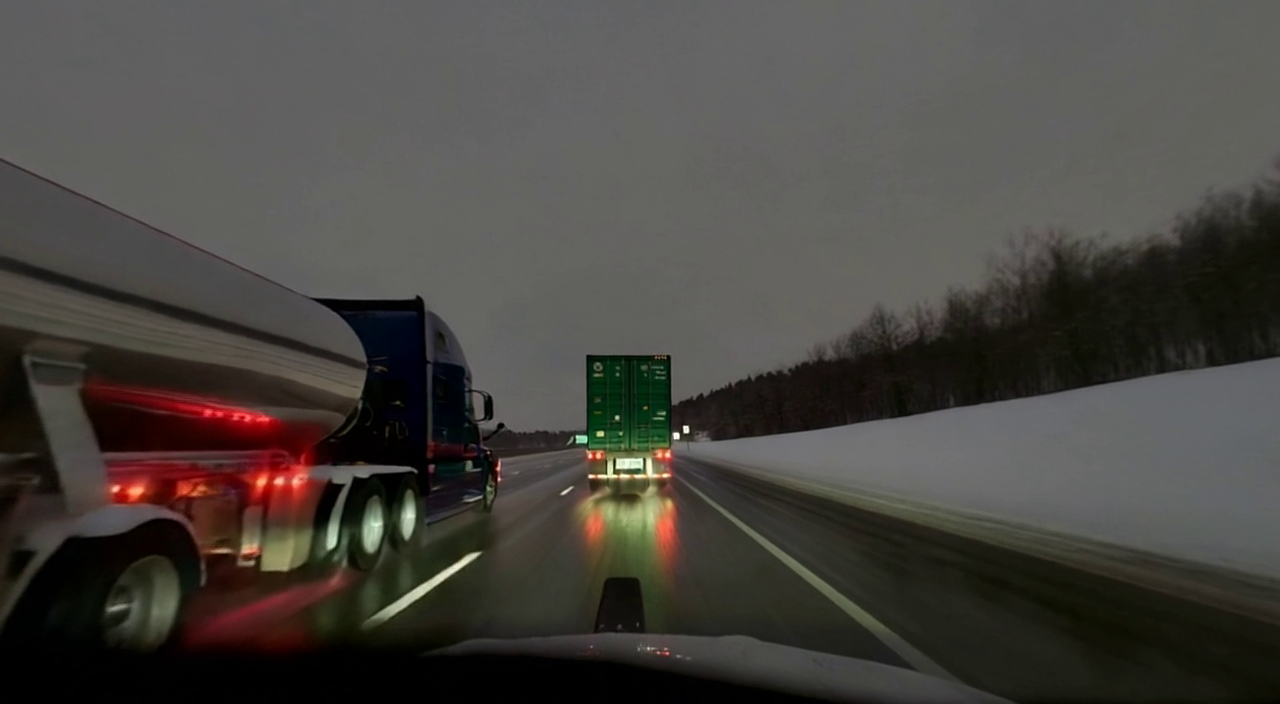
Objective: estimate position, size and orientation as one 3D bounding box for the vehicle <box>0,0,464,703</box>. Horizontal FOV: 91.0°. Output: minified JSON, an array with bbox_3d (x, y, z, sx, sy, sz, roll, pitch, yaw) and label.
[{"bbox_3d":[-4.310,-0.457,0.877,3.267,3.655,17.154,0,-9,0],"label":"vehicle"}]

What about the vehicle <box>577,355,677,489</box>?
[{"bbox_3d":[-0.357,2.922,24.472,2.942,4.003,11.297,0,-9,0],"label":"vehicle"}]
